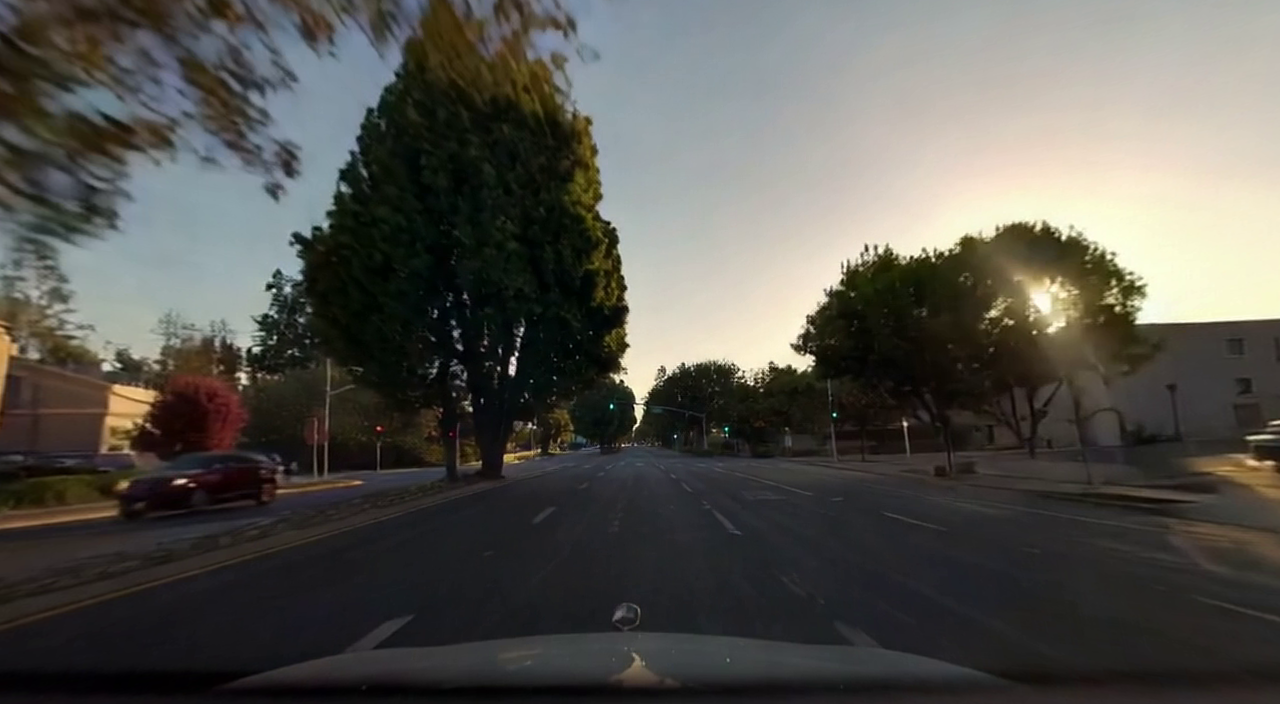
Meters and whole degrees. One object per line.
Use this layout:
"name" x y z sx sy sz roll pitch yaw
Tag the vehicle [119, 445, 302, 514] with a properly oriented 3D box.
"vehicle" -12.049 3.556 18.205 2.033 1.693 4.551 0 -9 0
